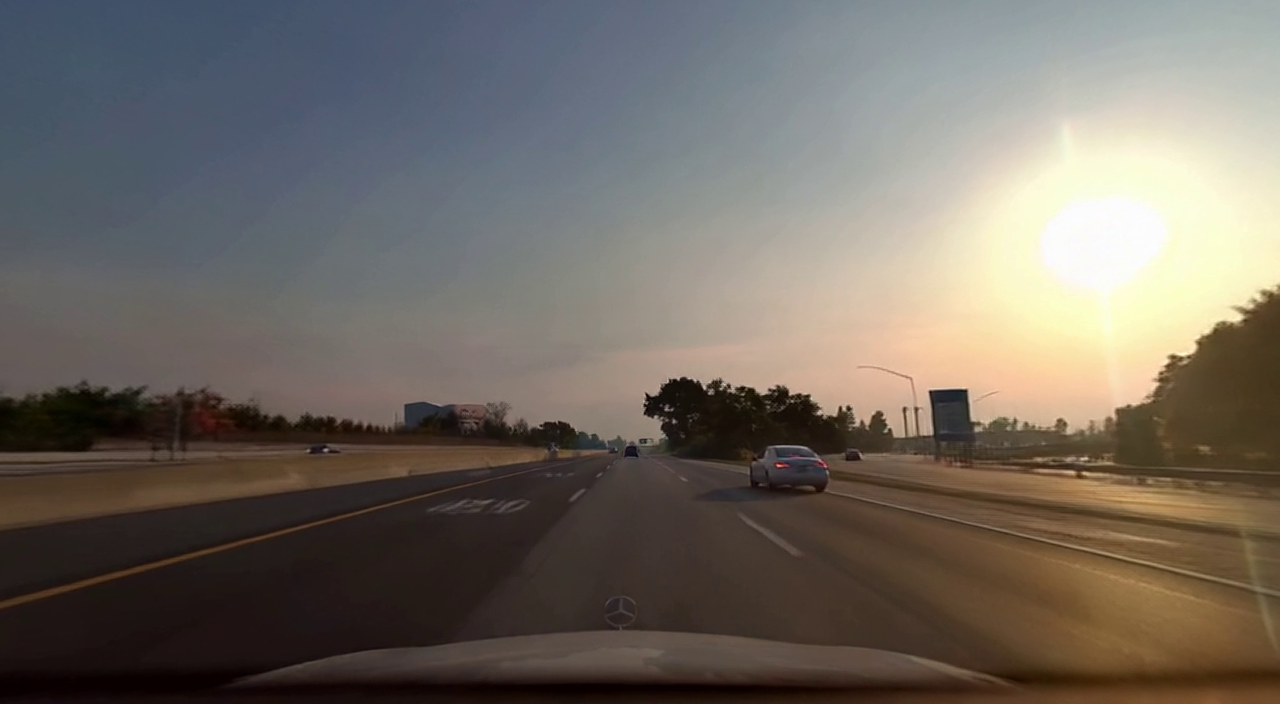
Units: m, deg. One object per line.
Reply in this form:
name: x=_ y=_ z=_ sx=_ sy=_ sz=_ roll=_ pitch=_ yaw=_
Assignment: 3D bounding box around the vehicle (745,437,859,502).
vehicle: x=4.273 y=3.178 z=17.328 sx=1.984 sy=1.540 sz=3.973 roll=0 pitch=-9 yaw=-1
